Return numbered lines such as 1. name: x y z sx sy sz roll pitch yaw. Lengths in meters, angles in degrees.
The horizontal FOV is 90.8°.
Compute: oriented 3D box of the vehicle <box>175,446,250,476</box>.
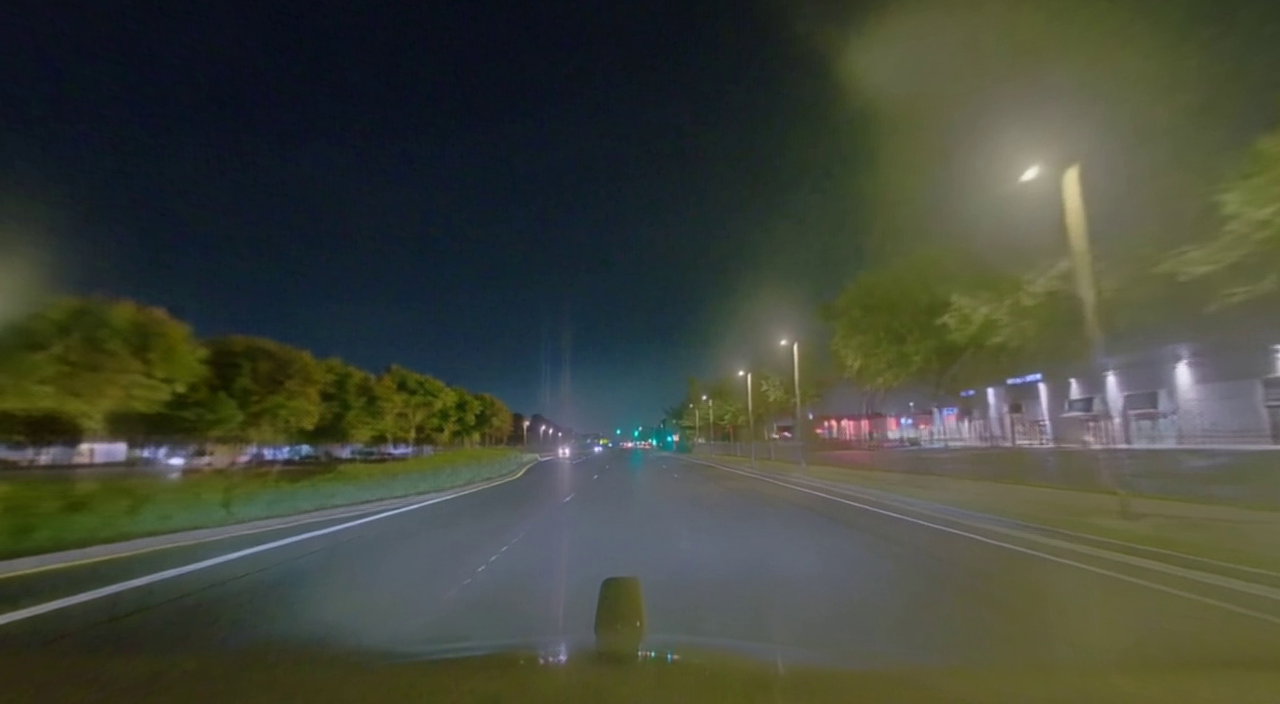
1. vehicle: -28.342 7.205 42.049 1.987 1.872 4.150 0 -8 0
